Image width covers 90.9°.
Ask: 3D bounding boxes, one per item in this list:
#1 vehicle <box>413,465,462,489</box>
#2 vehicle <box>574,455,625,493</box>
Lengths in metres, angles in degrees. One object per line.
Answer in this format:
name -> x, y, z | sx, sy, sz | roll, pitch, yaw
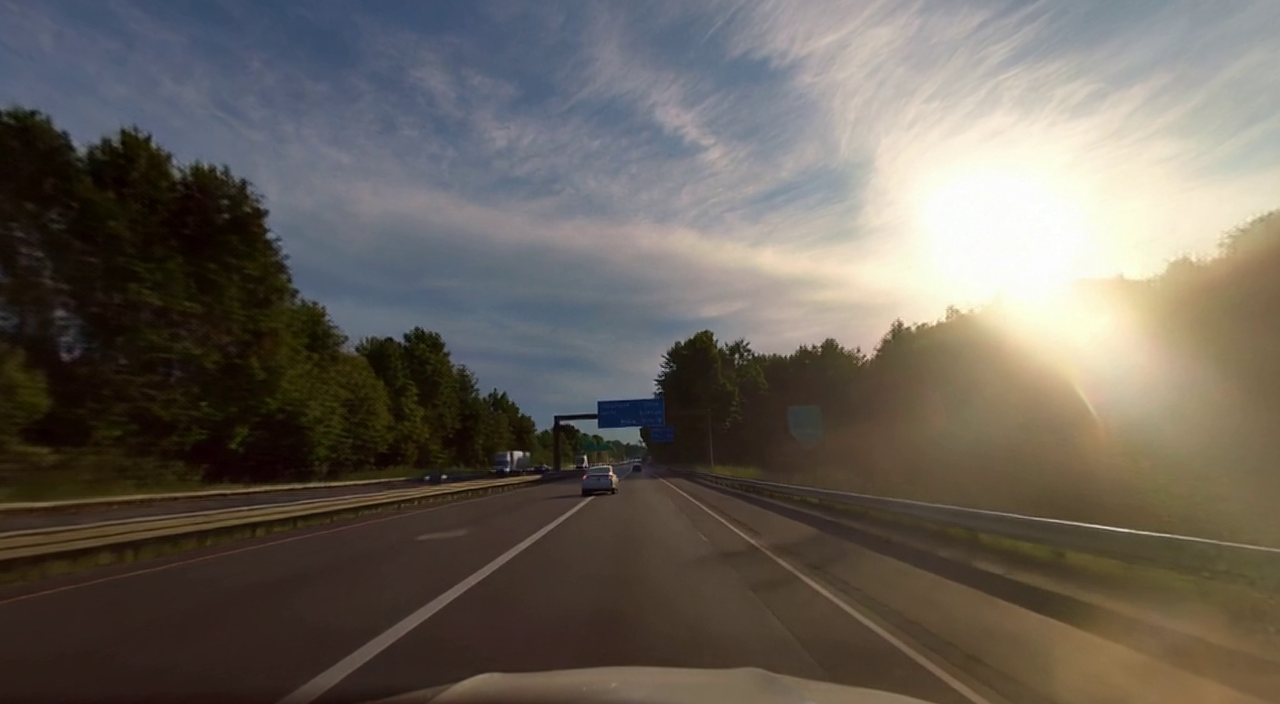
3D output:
vehicle -> -12.839, 7.939, 40.230 | 1.810, 1.418, 3.958 | 1, -10, 0
vehicle -> -1.877, 5.895, 30.506 | 2.104, 1.655, 4.039 | 0, -10, 2
